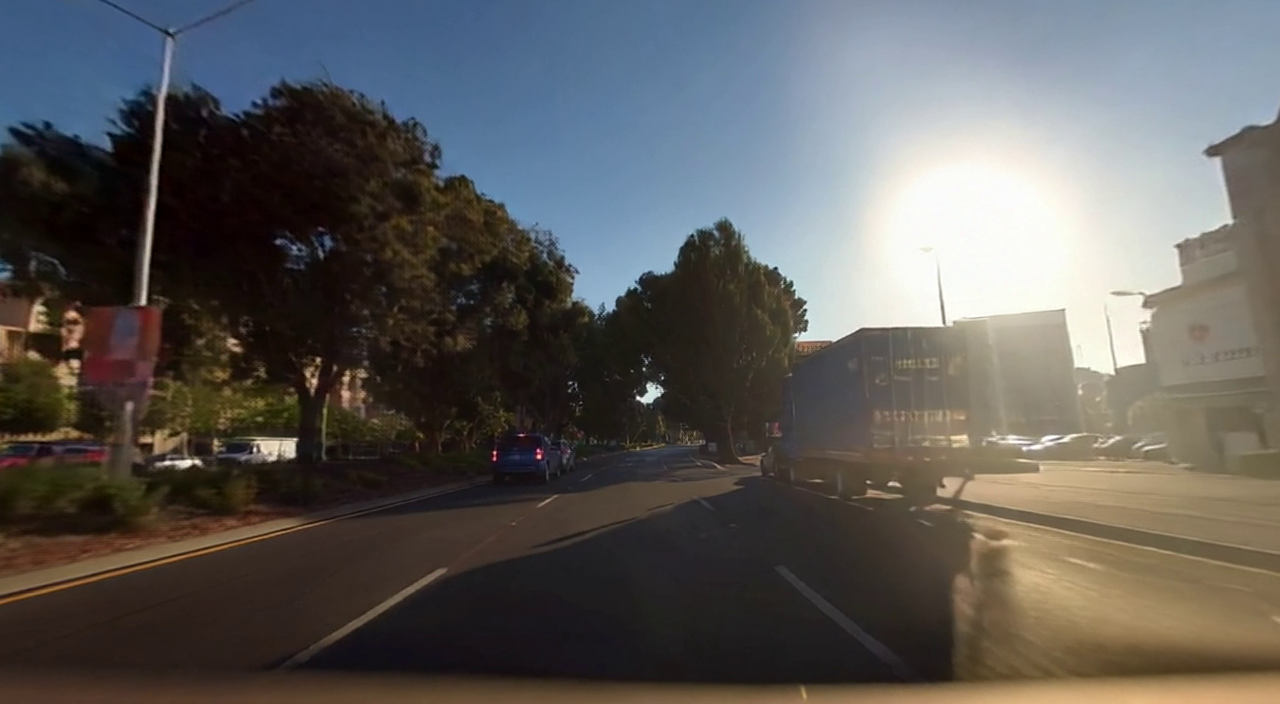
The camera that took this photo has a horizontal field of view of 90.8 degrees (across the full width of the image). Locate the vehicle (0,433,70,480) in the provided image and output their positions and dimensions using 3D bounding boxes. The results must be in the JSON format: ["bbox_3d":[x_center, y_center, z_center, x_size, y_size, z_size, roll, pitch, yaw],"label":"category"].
[{"bbox_3d":[-36.397,6.184,37.587,5.674,2.586,2.268,-6,-10,35],"label":"vehicle"}]

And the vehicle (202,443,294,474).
[{"bbox_3d":[-28.603,7.820,46.196,5.368,2.121,1.960,8,-14,-36],"label":"vehicle"}]

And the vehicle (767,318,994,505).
[{"bbox_3d":[6.117,1.914,18.266,2.981,4.106,8.794,0,-9,0],"label":"vehicle"}]

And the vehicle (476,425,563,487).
[{"bbox_3d":[-4.380,3.915,24.102,2.270,2.068,5.865,0,-9,-1],"label":"vehicle"}]

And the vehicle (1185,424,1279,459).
[{"bbox_3d":[29.948,4.411,31.105,4.274,1.607,2.107,0,-9,-1],"label":"vehicle"}]

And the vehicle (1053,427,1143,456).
[{"bbox_3d":[30.164,5.925,41.720,4.346,1.772,1.955,0,-10,-1],"label":"vehicle"}]

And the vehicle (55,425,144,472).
[{"bbox_3d":[-34.722,6.278,40.537,6.078,2.726,2.294,-7,-12,31],"label":"vehicle"}]
